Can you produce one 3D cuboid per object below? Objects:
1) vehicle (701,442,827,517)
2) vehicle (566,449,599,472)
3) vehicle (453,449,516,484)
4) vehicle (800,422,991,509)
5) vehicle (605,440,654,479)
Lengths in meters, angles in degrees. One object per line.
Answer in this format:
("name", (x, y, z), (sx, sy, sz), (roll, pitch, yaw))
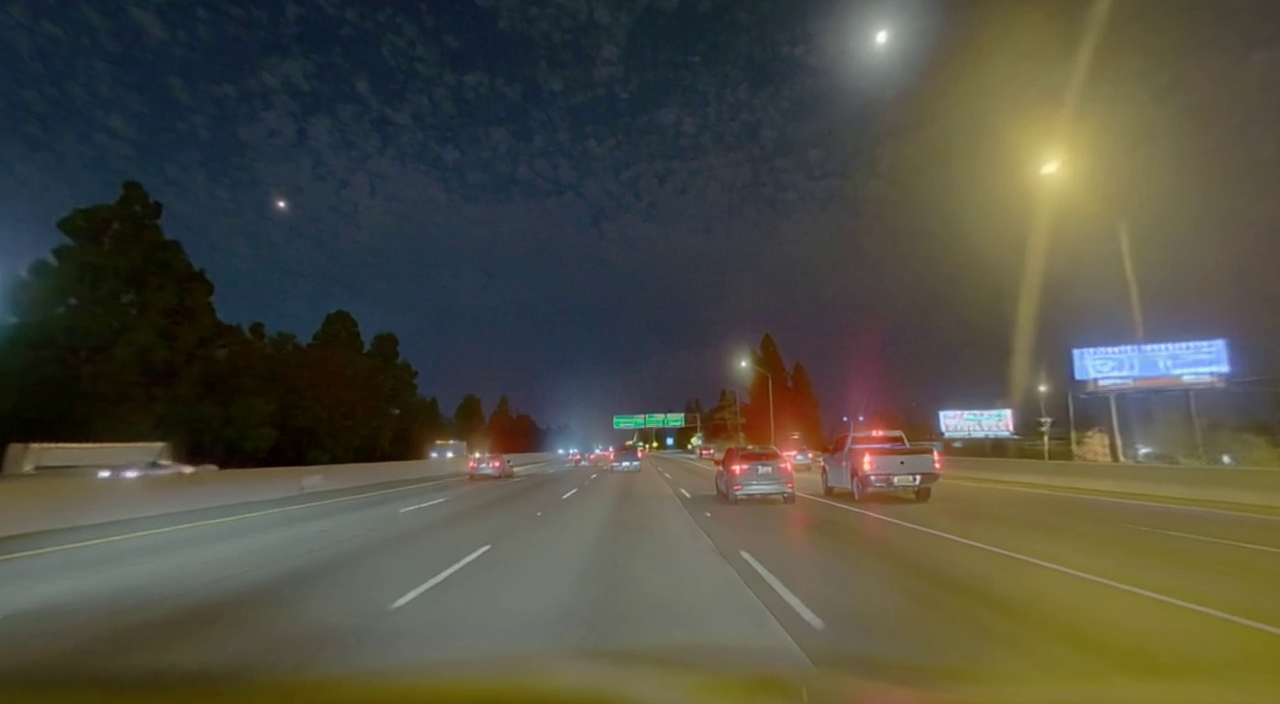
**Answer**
("vehicle", (2.693, 2.877, 14.846), (2.011, 1.462, 4.286), (0, -8, -1))
("vehicle", (-4.042, 7.681, 44.912), (1.935, 1.487, 4.076), (0, -8, 0))
("vehicle", (-7.301, 5.397, 30.097), (1.920, 1.482, 4.385), (0, -8, 0))
("vehicle", (6.456, 2.977, 17.097), (2.635, 1.919, 5.907), (0, -8, 0))
("vehicle", (-0.540, 5.452, 32.328), (2.323, 1.805, 4.729), (0, -8, -1))
